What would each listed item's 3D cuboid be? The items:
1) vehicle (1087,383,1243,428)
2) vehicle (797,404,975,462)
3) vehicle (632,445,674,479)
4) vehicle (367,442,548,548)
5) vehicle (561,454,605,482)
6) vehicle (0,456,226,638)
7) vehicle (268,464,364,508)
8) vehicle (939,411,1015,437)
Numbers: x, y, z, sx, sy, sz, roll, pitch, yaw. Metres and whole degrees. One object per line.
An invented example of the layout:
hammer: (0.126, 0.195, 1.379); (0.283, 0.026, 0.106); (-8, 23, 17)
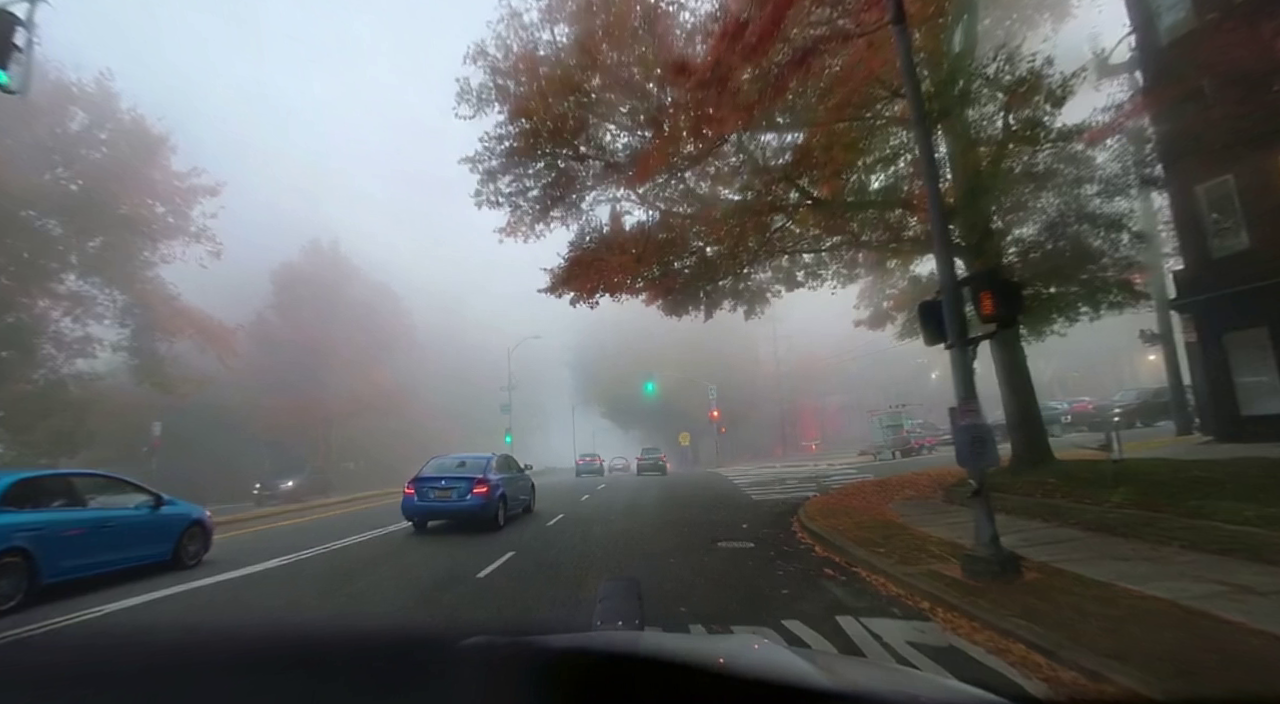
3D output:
vehicle: (22.158, 2.291, 26.735); (4.625, 1.760, 2.065); (0, -9, 3)
vehicle: (10.227, 3.462, 26.623); (6.464, 2.280, 2.483); (1, -9, -4)
vehicle: (0.656, 5.871, 33.864); (2.144, 1.704, 4.028); (0, -9, 0)
vehicle: (-3.279, 2.648, 12.448); (2.085, 1.663, 4.513); (0, -9, 2)
vehicle: (-3.376, 6.932, 37.919); (2.068, 1.482, 4.490); (0, -9, 2)
vehicle: (-6.764, 1.917, 6.542); (1.932, 1.596, 4.247); (0, -9, 1)
vehicle: (-15.353, 6.335, 30.169); (2.012, 1.787, 4.557); (0, -9, 2)
vehicle: (23.291, 5.062, 43.746); (1.906, 1.621, 4.563); (3, -9, -16)
